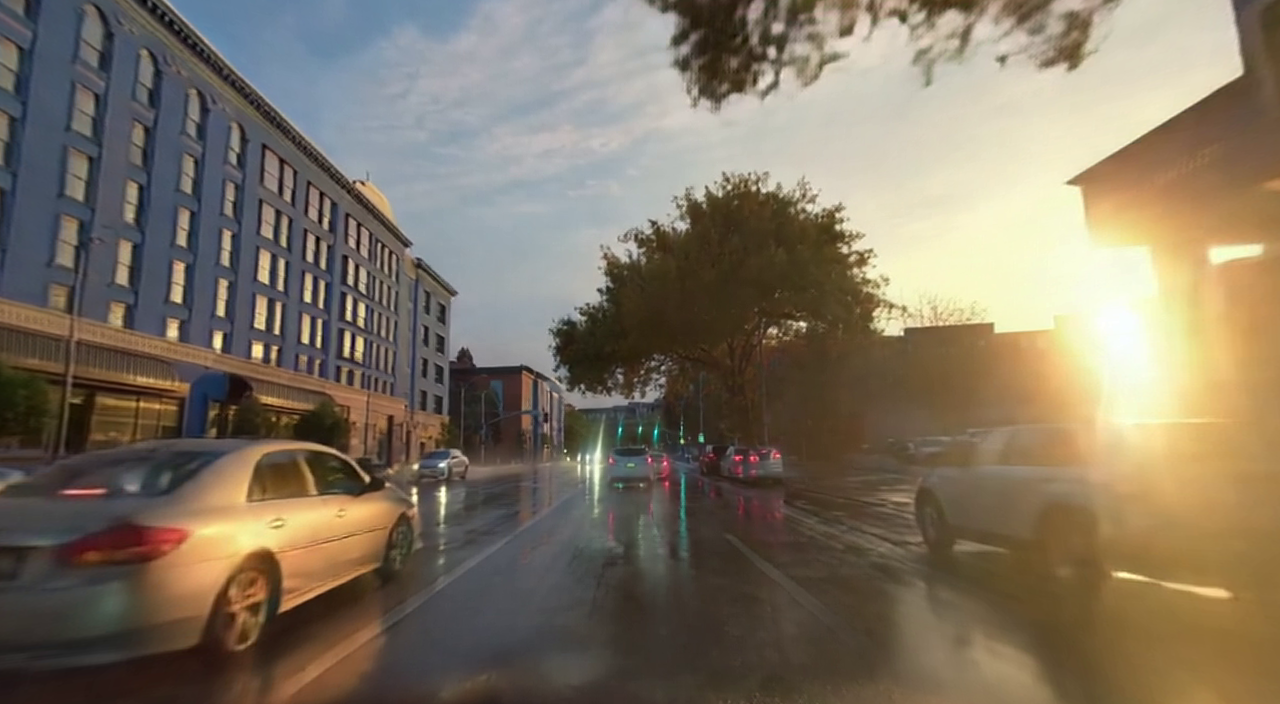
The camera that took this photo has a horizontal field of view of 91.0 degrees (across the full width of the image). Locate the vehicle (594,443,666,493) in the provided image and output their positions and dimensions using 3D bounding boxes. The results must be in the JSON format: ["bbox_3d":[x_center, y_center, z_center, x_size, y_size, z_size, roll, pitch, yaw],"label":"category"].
[{"bbox_3d":[-0.323,3.902,21.631,2.230,1.518,4.113,0,-8,-1],"label":"vehicle"}]

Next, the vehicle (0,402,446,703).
[{"bbox_3d":[-3.432,1.363,5.445,1.934,1.548,4.635,0,-8,1],"label":"vehicle"}]

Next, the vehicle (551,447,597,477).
[{"bbox_3d":[-3.631,6.124,35.317,1.972,1.560,4.066,0,-8,2],"label":"vehicle"}]

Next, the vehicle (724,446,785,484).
[{"bbox_3d":[4.951,4.932,27.804,1.832,1.491,4.054,1,-8,-2],"label":"vehicle"}]

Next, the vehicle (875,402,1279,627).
[{"bbox_3d":[4.871,1.635,7.421,2.123,1.736,4.795,1,-8,-3],"label":"vehicle"}]
